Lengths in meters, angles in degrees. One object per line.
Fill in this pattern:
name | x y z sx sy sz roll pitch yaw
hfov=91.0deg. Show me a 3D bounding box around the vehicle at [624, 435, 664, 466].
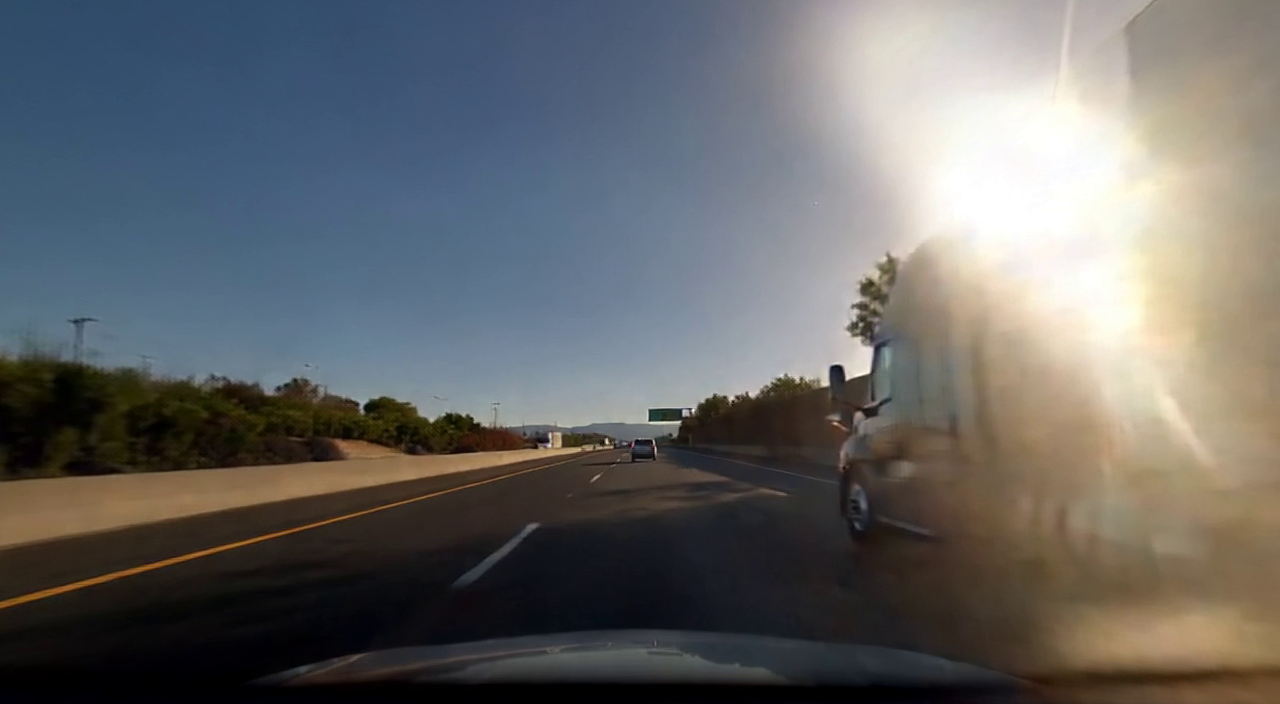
vehicle | 0.230 5.464 35.090 2.111 1.635 4.177 0 -8 1
